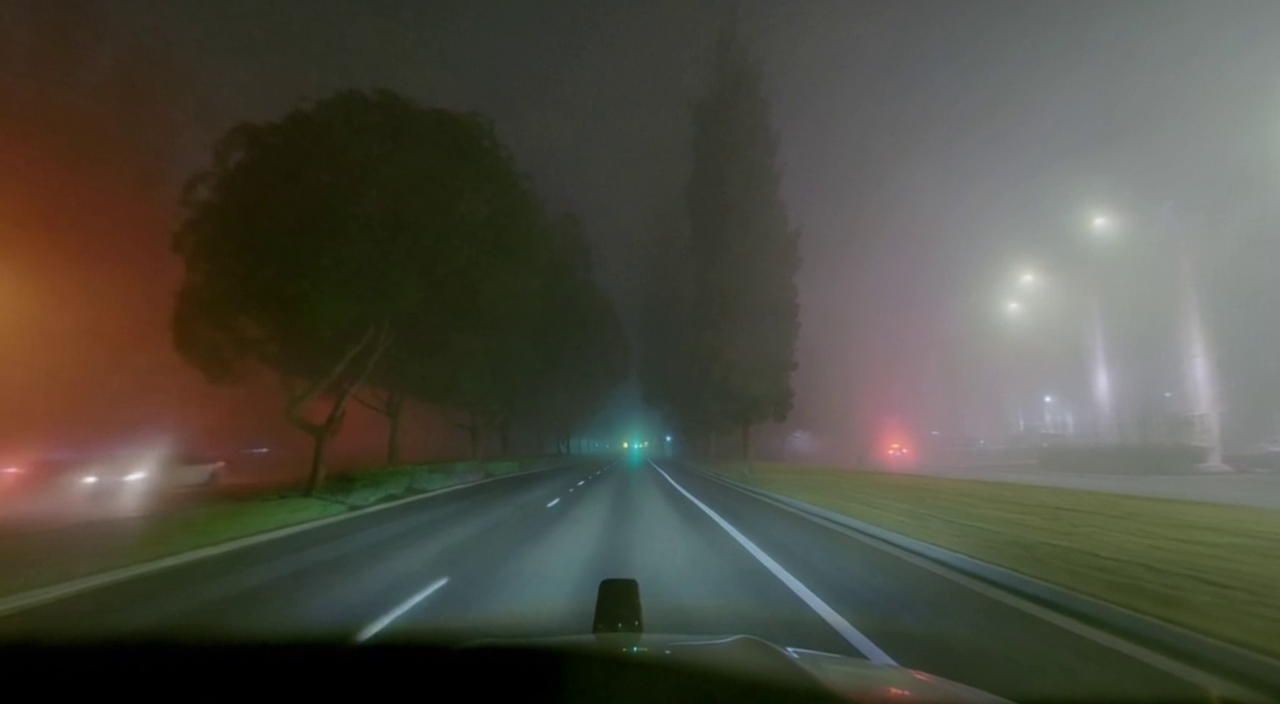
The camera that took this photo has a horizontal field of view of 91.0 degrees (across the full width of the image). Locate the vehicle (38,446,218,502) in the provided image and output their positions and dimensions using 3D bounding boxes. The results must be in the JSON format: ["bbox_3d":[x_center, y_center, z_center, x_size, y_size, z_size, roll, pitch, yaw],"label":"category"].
[{"bbox_3d":[-15.627,3.693,19.608,1.862,1.507,4.424,0,-8,0],"label":"vehicle"}]
